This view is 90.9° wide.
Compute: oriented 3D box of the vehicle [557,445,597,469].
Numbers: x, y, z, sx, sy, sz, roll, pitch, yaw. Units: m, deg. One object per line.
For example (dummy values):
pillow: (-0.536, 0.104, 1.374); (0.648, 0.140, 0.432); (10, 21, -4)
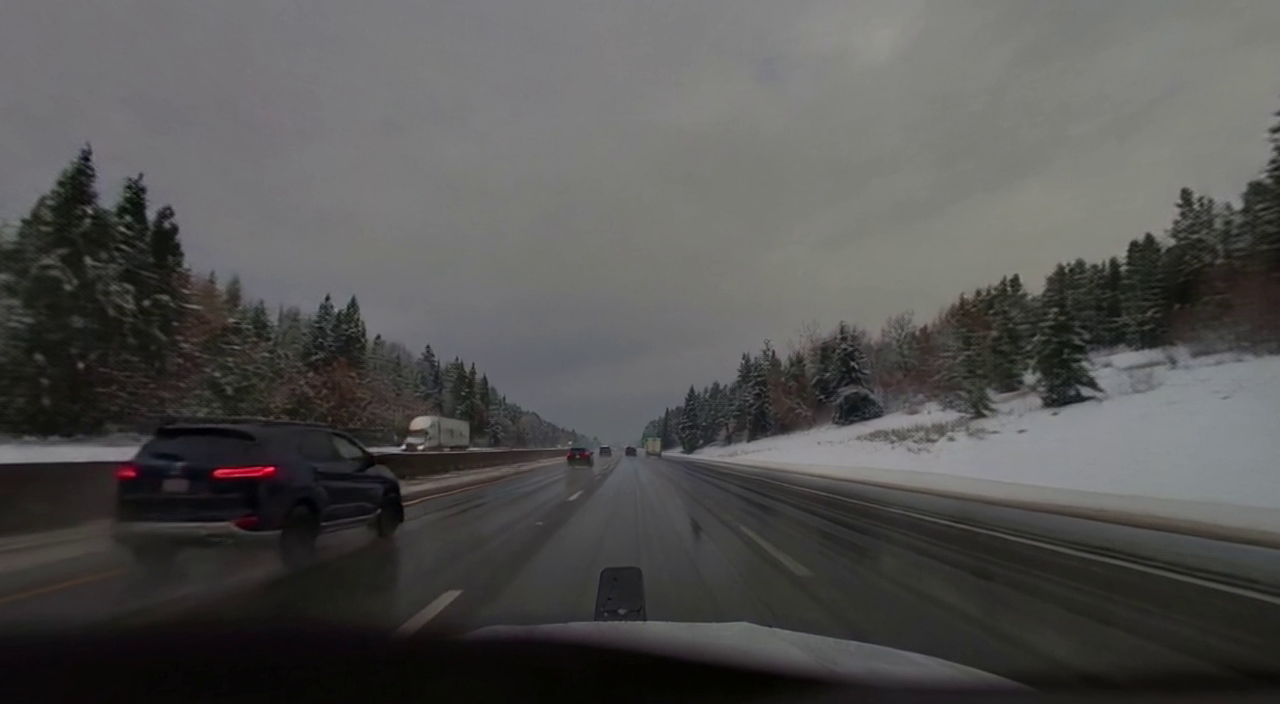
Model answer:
vehicle: (-4.084, 6.868, 41.322); (2.169, 1.473, 4.631); (0, -9, 0)

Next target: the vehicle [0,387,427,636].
vehicle: (-4.090, 1.420, 6.578); (2.108, 1.666, 4.558); (0, -9, 0)
